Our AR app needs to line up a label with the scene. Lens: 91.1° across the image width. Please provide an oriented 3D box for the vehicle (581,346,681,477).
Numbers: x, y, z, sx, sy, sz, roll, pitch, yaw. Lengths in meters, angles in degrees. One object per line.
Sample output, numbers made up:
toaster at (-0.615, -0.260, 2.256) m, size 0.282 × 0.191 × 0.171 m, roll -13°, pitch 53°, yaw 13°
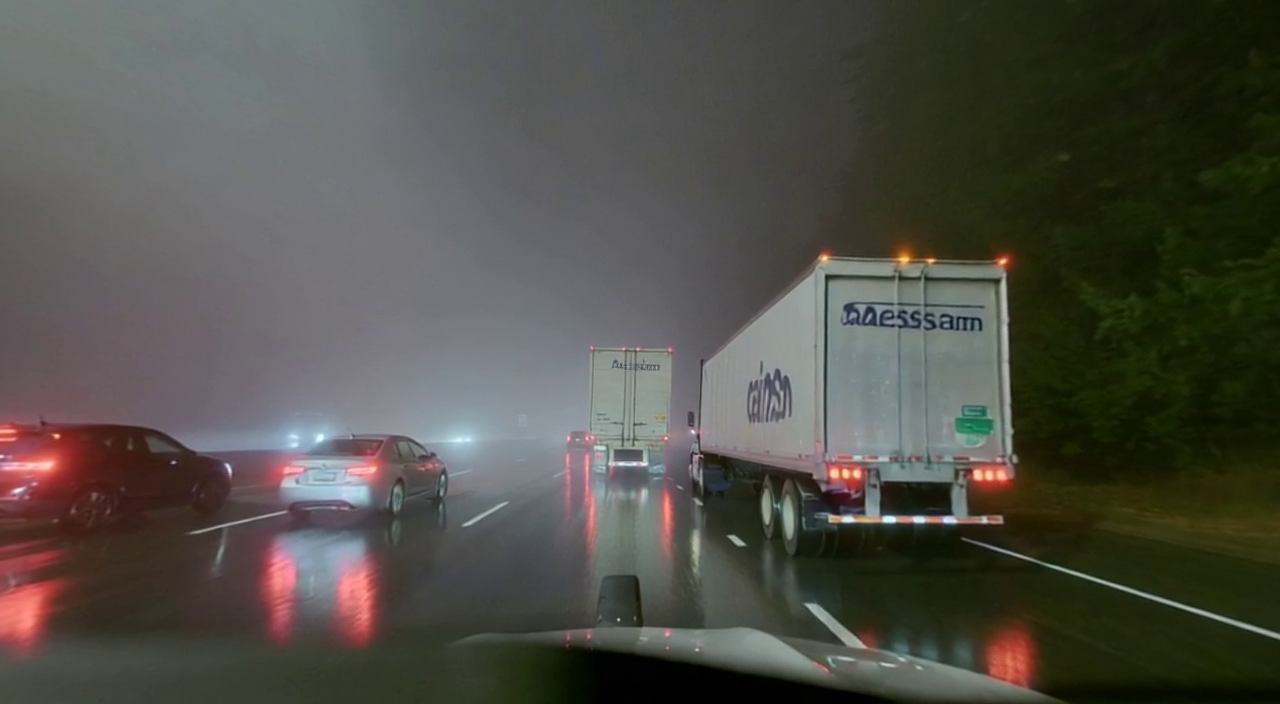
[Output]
vehicle at (-0.385, 2.571, 25.207) m, size 3.118 × 4.106 × 10.719 m, roll 0°, pitch -8°, yaw -1°

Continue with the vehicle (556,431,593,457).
vehicle at (-4.376, 6.211, 42.685) m, size 2.104 × 1.653 × 4.302 m, roll 0°, pitch -8°, yaw -1°

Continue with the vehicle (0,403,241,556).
vehicle at (-7.994, 1.666, 8.926) m, size 1.990 × 1.654 × 4.129 m, roll 0°, pitch -8°, yaw -1°

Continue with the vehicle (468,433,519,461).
vehicle at (-8.526, 5.525, 36.921) m, size 1.976 × 1.510 × 4.604 m, roll 0°, pitch -8°, yaw -1°

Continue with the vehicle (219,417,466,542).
vehicle at (-4.155, 1.815, 9.623) m, size 1.933 × 1.492 × 3.838 m, roll 0°, pitch -8°, yaw -1°
